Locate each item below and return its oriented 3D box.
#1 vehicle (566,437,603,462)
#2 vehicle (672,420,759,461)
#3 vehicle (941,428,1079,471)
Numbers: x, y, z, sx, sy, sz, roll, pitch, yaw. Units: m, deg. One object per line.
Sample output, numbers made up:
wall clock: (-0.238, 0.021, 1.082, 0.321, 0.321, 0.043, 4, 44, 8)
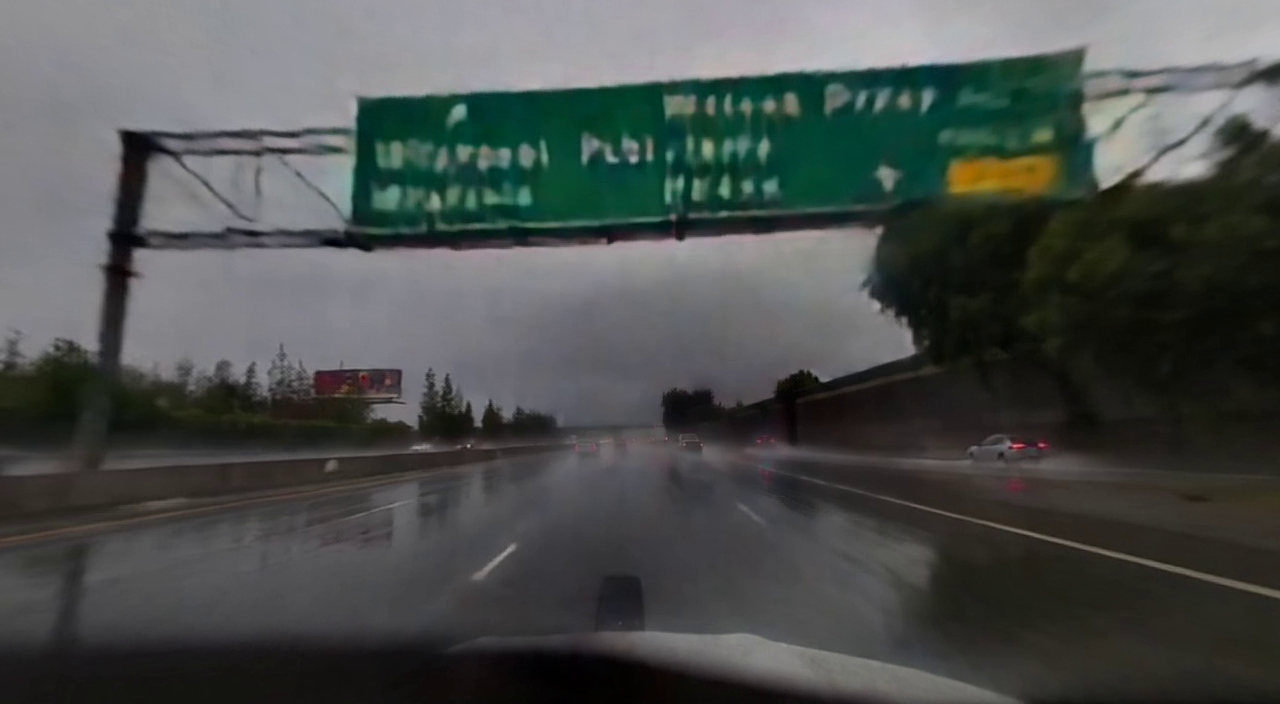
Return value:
vehicle: (-3.567, 6.351, 41.181, 2.066, 1.500, 4.415, 0, -8, 0)
vehicle: (4.025, 5.346, 37.699, 3.042, 2.004, 14.051, 0, -8, -2)
vehicle: (17.324, 4.599, 29.926, 2.261, 1.824, 5.678, 2, -9, -12)
